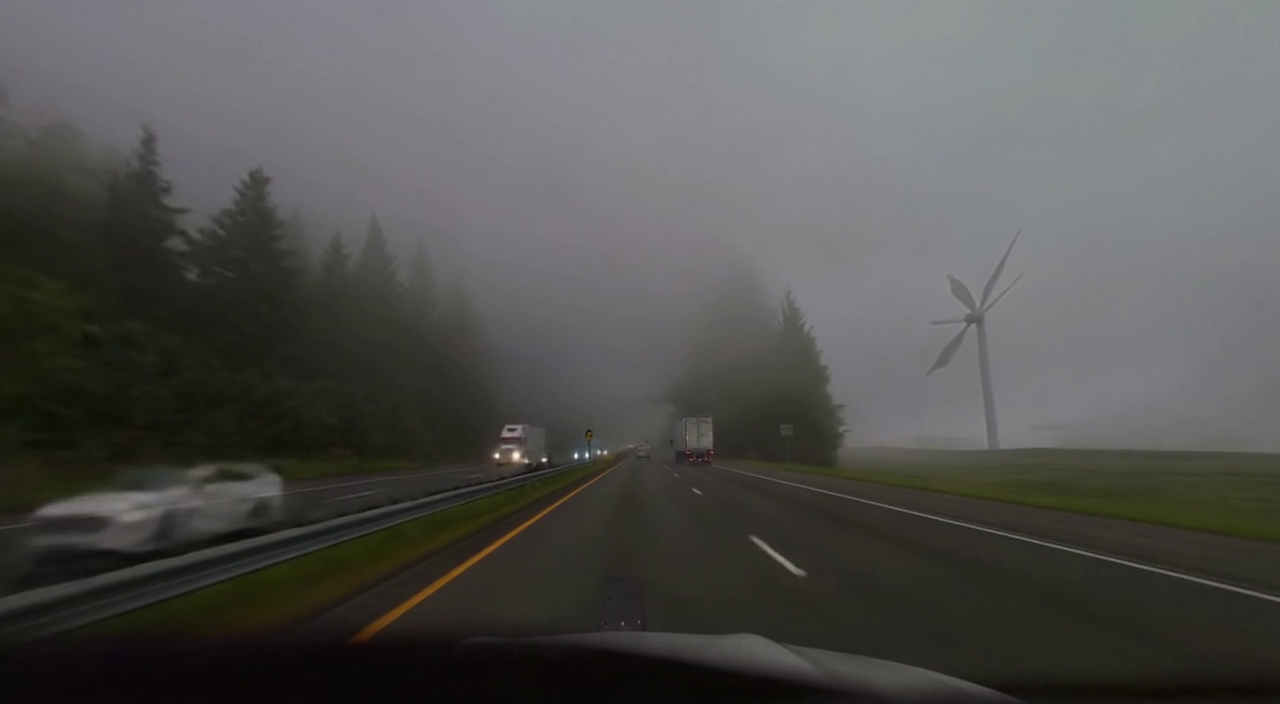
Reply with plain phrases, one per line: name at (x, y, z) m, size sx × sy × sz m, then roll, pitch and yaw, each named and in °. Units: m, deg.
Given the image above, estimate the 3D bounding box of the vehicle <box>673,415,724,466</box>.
vehicle at (4.387, 7.024, 49.417) m, size 2.903 × 3.602 × 9.351 m, roll 0°, pitch -9°, yaw -1°

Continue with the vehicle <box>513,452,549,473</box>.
vehicle at (-7.856, 8.017, 45.764) m, size 1.843 × 1.456 × 3.733 m, roll 0°, pitch -9°, yaw 1°

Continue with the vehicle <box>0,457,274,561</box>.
vehicle at (-8.793, 2.701, 11.469) m, size 1.978 × 1.498 × 3.712 m, roll 0°, pitch -9°, yaw 0°
